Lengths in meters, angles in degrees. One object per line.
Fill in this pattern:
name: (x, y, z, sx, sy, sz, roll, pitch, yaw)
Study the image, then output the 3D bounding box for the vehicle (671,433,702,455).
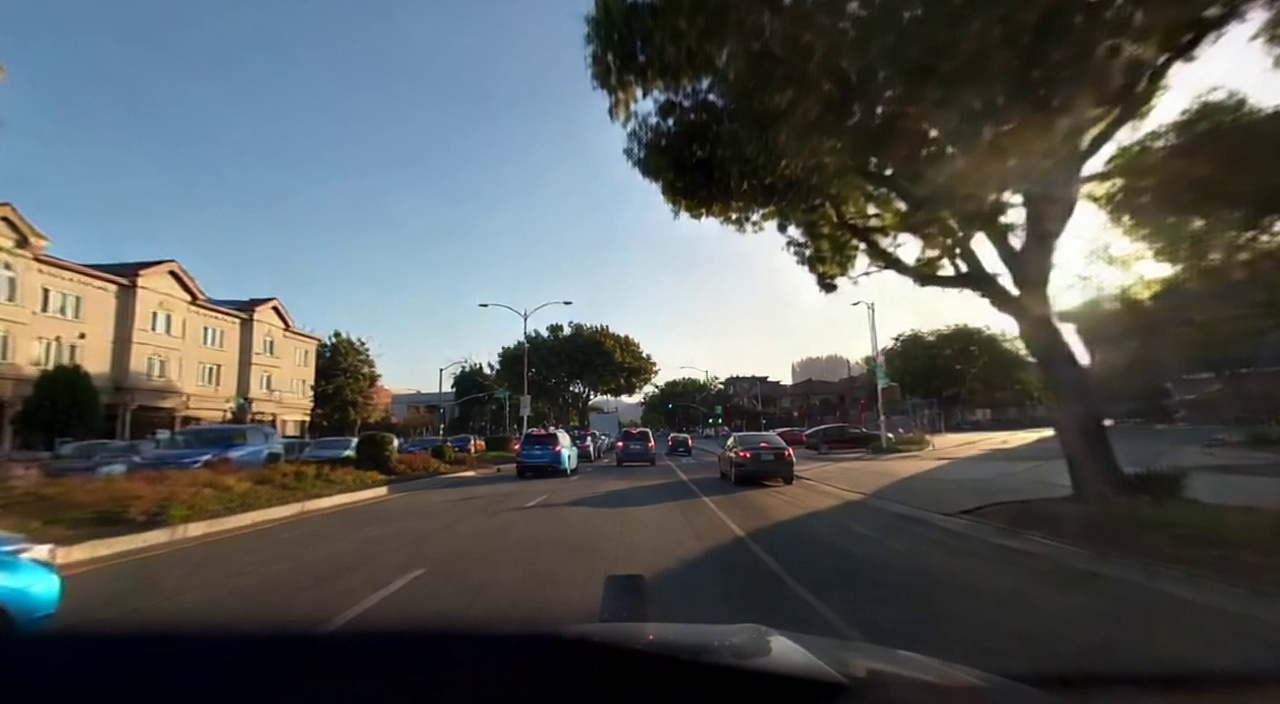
vehicle: (3.296, 6.614, 45.174, 1.948, 1.475, 4.093, 0, -8, 0)

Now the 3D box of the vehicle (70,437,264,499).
vehicle: (-12.577, 3.090, 17.147, 1.824, 1.447, 4.442, 0, -8, 0)

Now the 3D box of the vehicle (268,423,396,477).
vehicle: (-12.222, 3.953, 25.489, 2.245, 1.908, 5.613, 0, -8, 1)

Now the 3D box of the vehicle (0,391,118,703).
vehicle: (-3.389, 0.622, 0.481, 2.094, 1.483, 4.510, 0, -8, 0)

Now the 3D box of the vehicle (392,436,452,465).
vehicle: (-12.339, 5.617, 35.834, 1.843, 1.509, 4.301, 0, -8, 1)

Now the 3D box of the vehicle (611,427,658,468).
vehicle: (-0.197, 4.365, 28.757, 2.022, 1.700, 4.084, 0, -8, 1)

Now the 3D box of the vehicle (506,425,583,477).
vehicle: (-3.408, 3.631, 23.222, 2.047, 1.710, 4.314, 0, -8, 2)

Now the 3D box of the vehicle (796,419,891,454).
vehicle: (12.289, 5.142, 38.070, 4.991, 1.978, 2.090, -8, -12, 43)

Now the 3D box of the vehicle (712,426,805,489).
vehicle: (3.222, 2.960, 17.868, 1.847, 1.554, 3.885, 0, -8, 0)

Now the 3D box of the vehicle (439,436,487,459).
vehicle: (-12.162, 6.624, 43.469, 1.924, 1.511, 4.640, 0, -8, 0)
